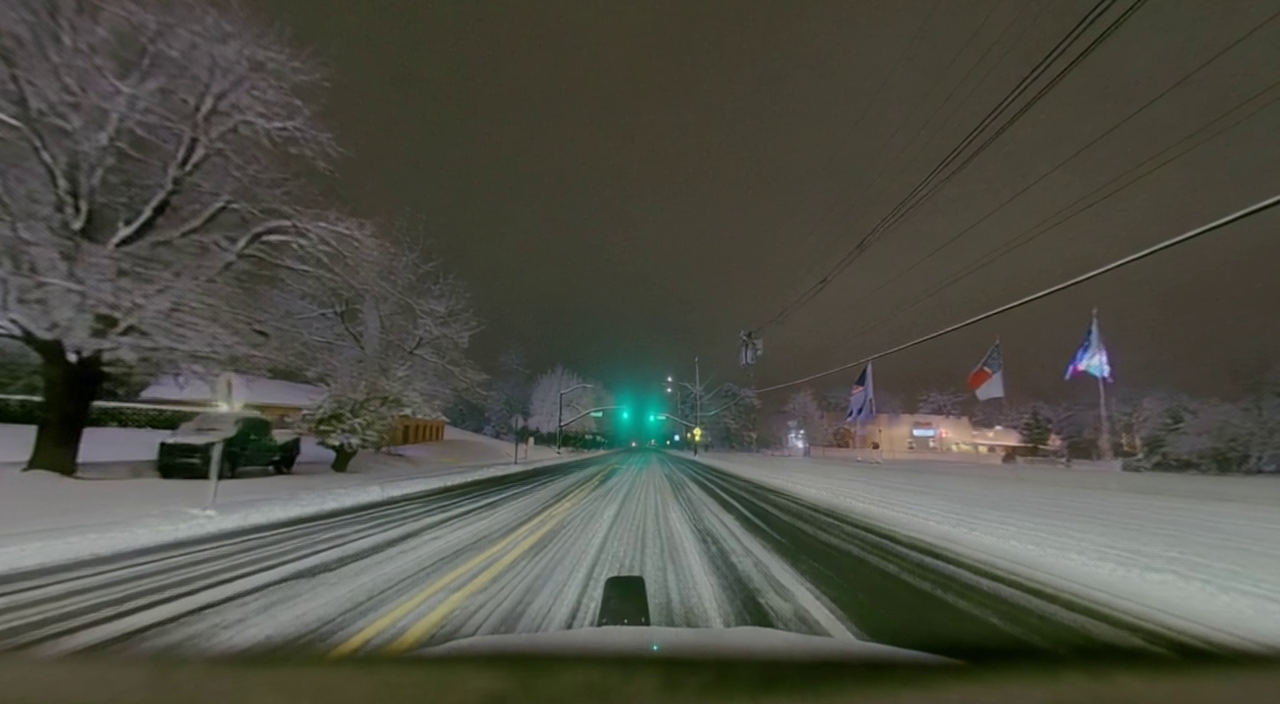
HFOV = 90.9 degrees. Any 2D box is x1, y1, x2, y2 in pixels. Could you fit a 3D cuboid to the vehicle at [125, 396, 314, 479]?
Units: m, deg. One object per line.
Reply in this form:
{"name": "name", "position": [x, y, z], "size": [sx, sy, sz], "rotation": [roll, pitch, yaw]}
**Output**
{"name": "vehicle", "position": [-13.053, 2.762, 20.236], "size": [2.476, 2.256, 5.686], "rotation": [1, -8, -5]}
